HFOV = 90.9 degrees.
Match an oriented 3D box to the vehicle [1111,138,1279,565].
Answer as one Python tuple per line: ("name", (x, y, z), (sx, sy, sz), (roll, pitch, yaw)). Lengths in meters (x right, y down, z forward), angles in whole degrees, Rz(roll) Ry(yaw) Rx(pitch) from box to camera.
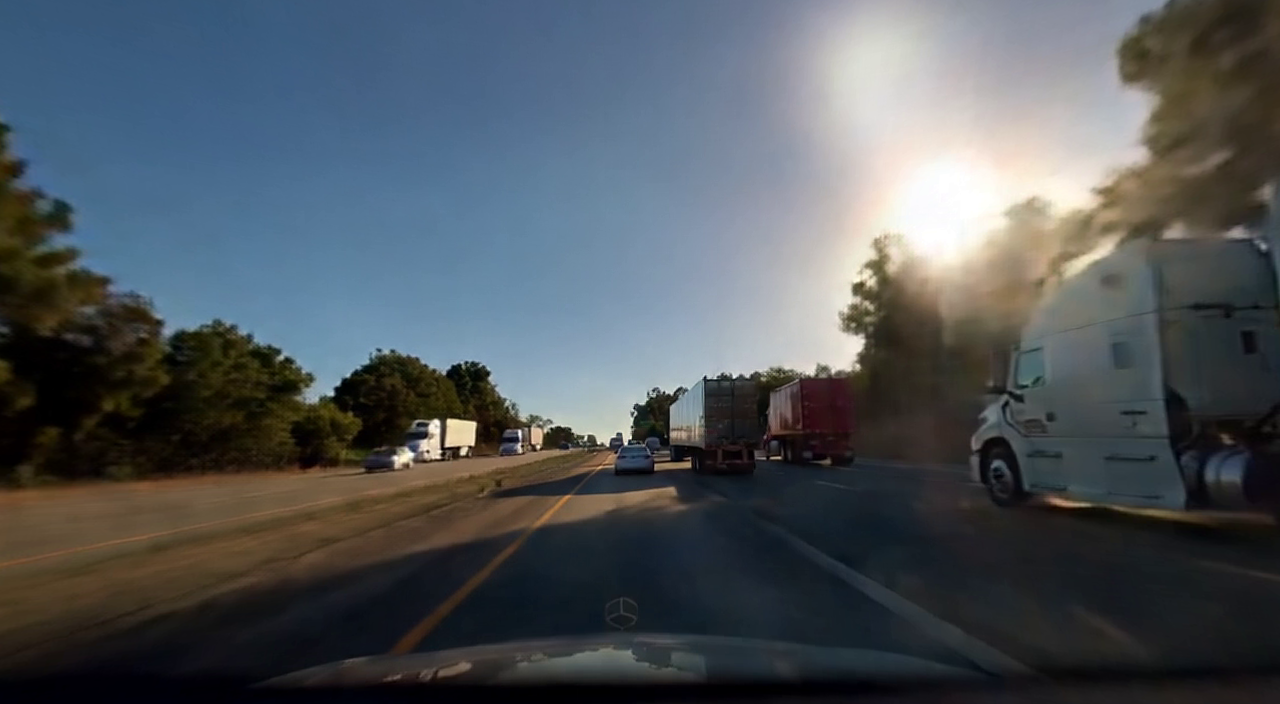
("vehicle", (8.171, -0.686, 1.318), (3.110, 4.308, 14.260), (0, -8, -1))

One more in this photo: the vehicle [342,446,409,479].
("vehicle", (-12.790, 5.357, 30.718), (1.767, 1.442, 3.559), (0, -8, -1))

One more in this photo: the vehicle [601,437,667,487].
("vehicle", (-0.238, 3.633, 21.208), (2.038, 1.477, 3.773), (0, -8, -2))

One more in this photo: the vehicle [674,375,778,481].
("vehicle", (3.711, 3.878, 31.683), (2.888, 4.099, 14.183), (0, -8, -2))

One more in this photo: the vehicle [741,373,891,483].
("vehicle", (7.731, 3.780, 30.771), (2.876, 4.111, 14.145), (0, -8, -2))
